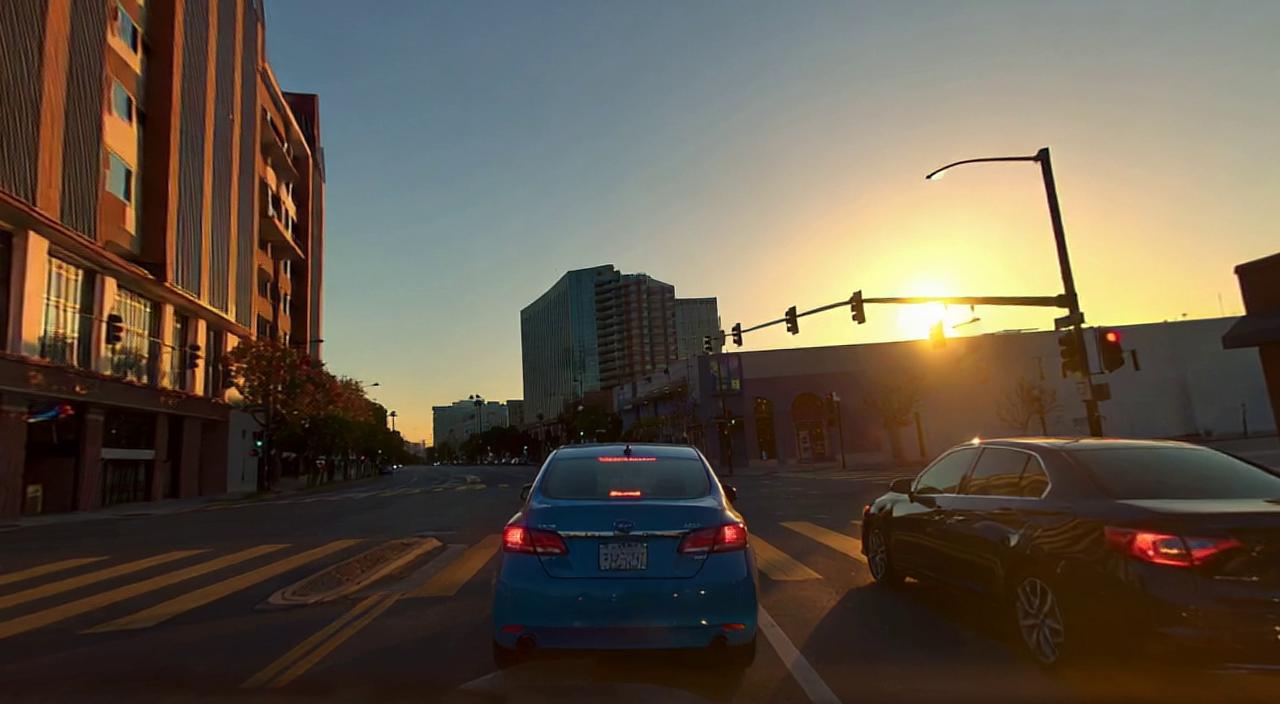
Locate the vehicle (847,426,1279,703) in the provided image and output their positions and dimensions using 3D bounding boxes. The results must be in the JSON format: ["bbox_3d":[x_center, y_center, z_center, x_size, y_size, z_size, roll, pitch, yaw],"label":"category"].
[{"bbox_3d":[3.340,1.377,5.088,1.860,1.430,4.089,0,-8,-1],"label":"vehicle"}]

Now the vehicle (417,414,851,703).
[{"bbox_3d":[-0.062,1.351,5.152,2.094,1.481,4.078,0,-8,-1],"label":"vehicle"}]
